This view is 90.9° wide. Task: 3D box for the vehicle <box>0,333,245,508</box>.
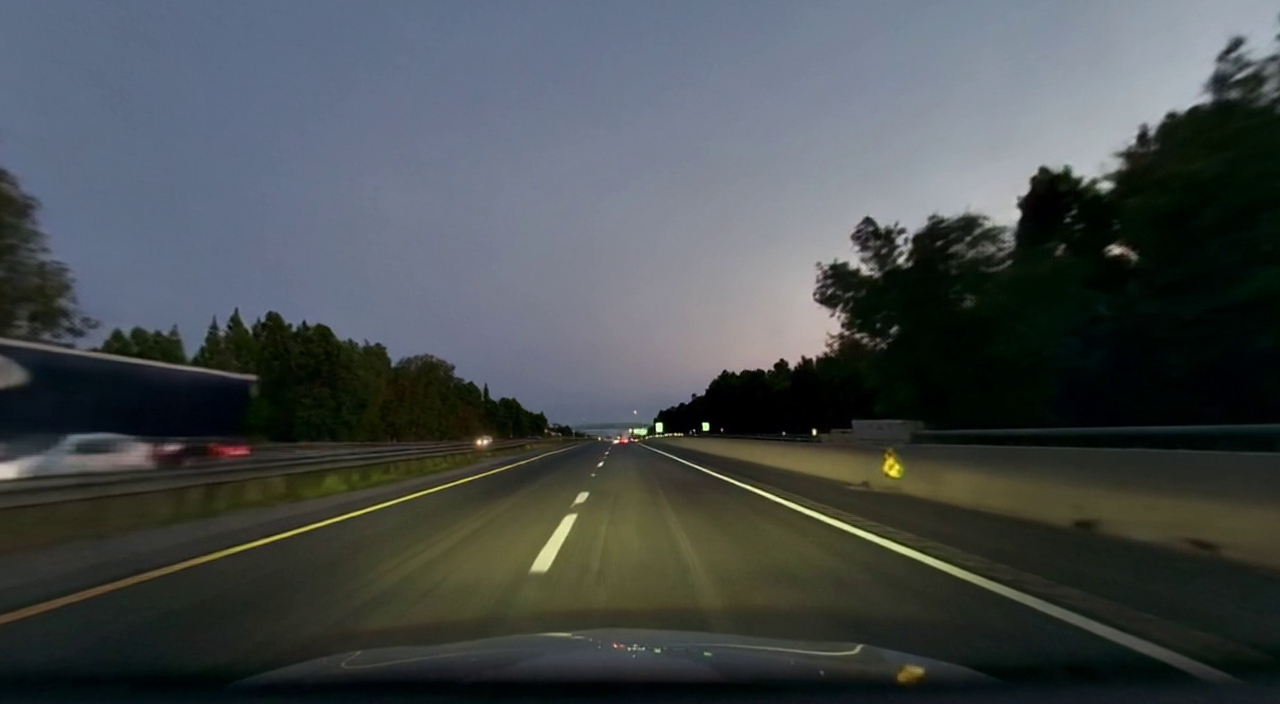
[{"bbox_3d":[-16.571,1.938,17.211,2.884,4.071,14.033,0,-8,-2],"label":"vehicle"}]
